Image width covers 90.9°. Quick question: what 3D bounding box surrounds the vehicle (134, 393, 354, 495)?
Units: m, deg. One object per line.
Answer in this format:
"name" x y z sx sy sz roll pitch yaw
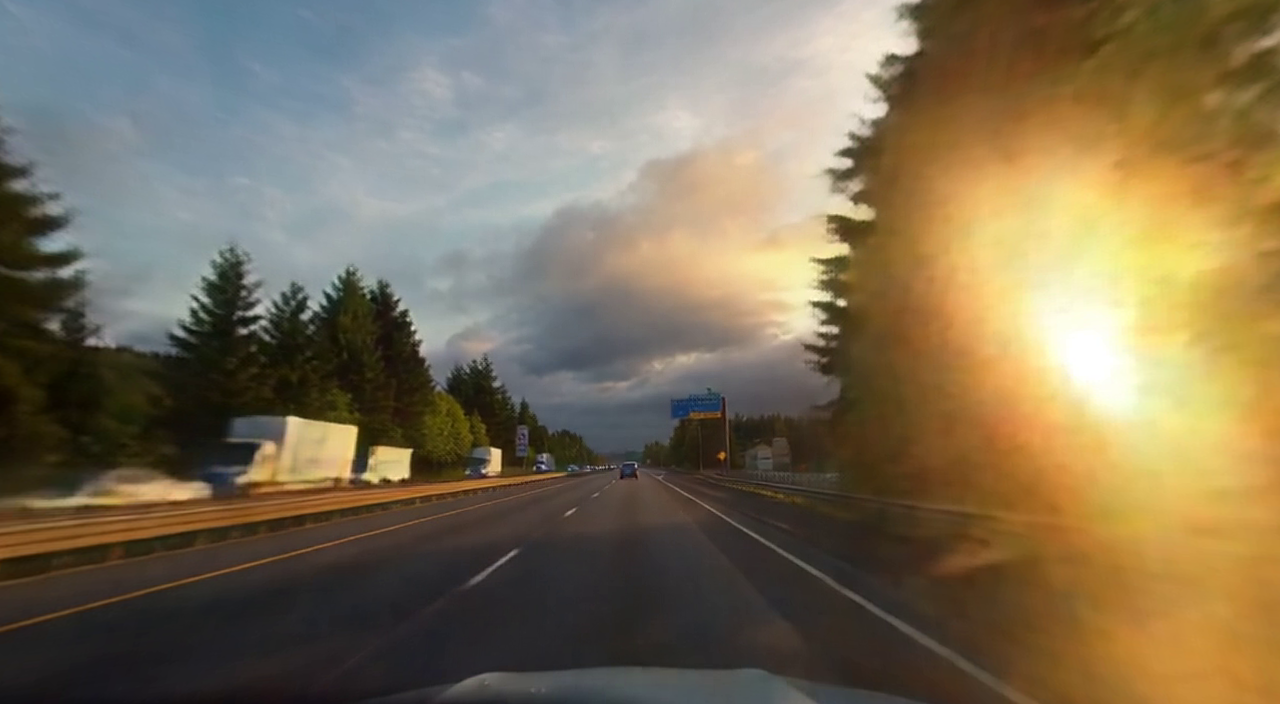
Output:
"vehicle" -17.221 4.405 28.935 3.017 3.740 10.738 1 -10 0

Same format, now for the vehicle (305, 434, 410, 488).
"vehicle" -17.166 6.767 38.967 2.842 2.917 7.530 0 -10 1
